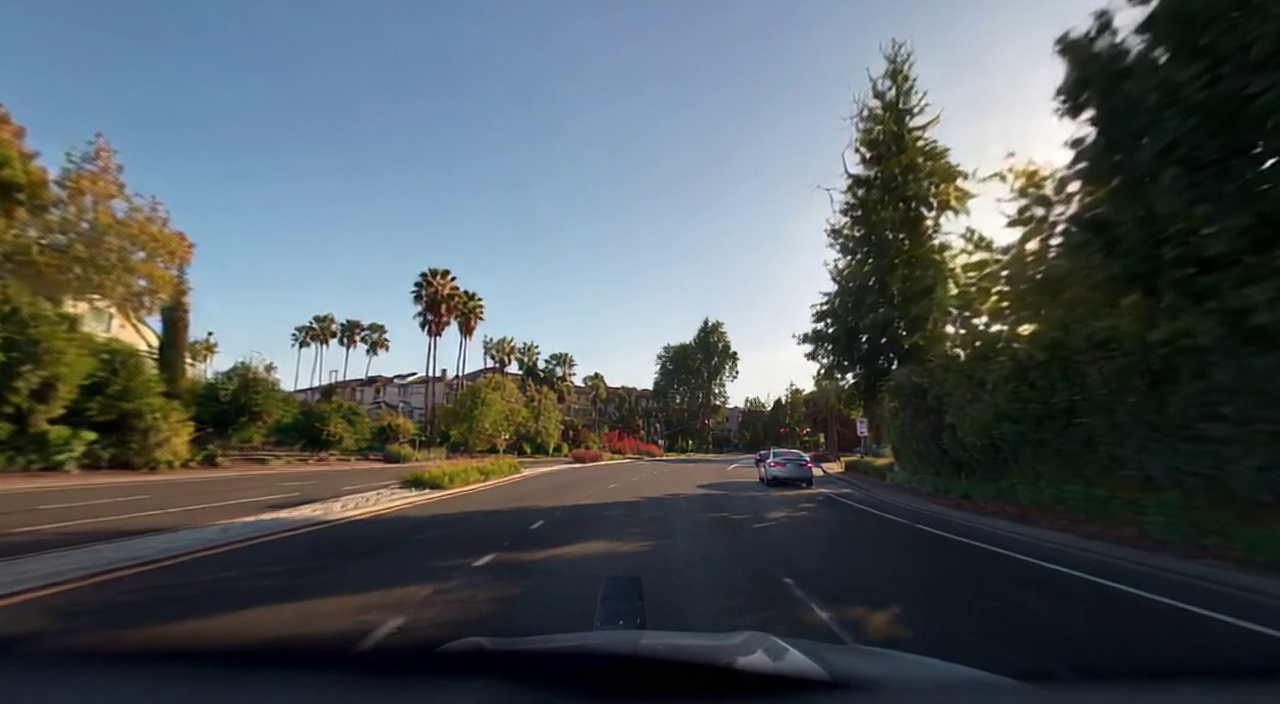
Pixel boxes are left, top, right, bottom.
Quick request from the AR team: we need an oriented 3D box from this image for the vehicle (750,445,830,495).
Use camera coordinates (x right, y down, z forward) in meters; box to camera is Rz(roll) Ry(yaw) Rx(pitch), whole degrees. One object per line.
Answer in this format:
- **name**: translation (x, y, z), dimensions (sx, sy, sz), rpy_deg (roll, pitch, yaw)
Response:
- **vehicle**: translation (4.887, 3.879, 21.090), dimensions (1.993, 1.483, 3.821), rpy_deg (-1, -9, 4)
